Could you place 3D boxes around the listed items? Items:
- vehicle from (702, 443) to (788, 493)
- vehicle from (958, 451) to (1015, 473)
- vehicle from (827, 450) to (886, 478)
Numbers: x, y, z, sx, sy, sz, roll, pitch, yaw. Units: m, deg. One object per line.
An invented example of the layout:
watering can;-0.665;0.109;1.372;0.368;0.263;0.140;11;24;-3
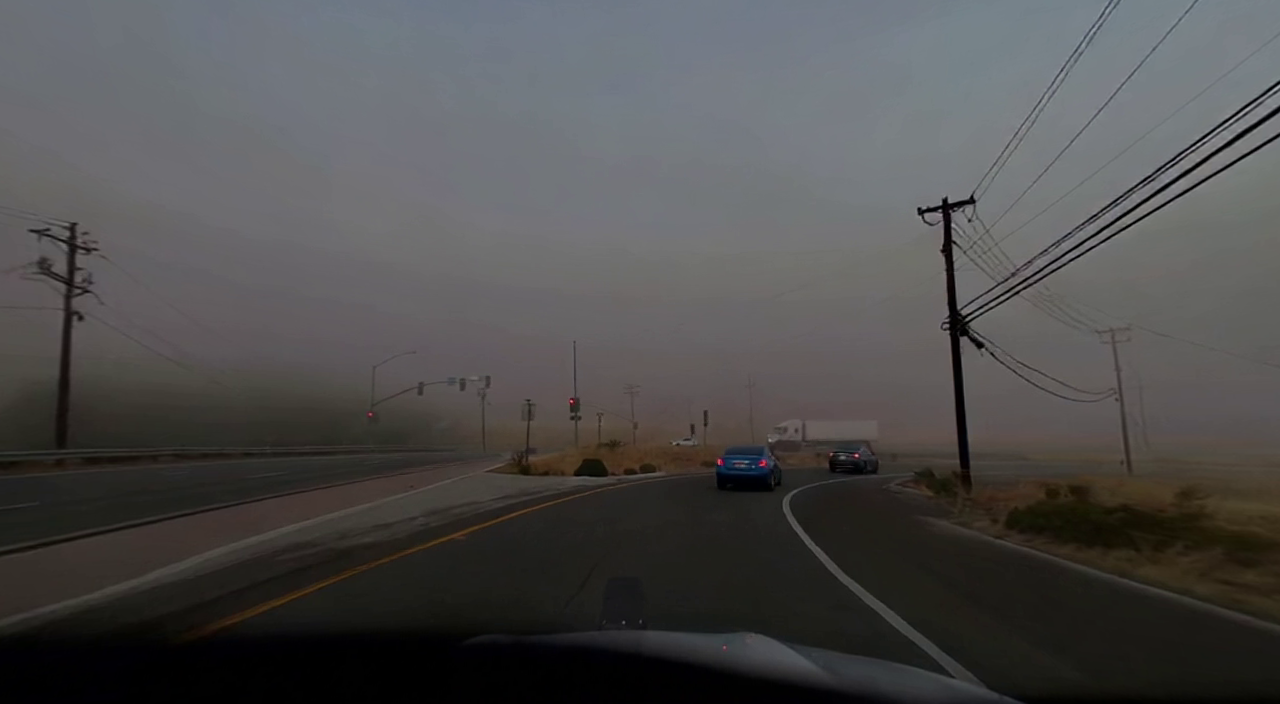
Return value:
vehicle;3.526;3.679;20.509;2.026;1.407;4.374;-3;-9;19
vehicle;26.375;8.336;47.933;4.102;1.552;1.931;5;-10;-32
vehicle;12.588;6.421;36.541;1.836;1.465;4.307;-7;-10;38
